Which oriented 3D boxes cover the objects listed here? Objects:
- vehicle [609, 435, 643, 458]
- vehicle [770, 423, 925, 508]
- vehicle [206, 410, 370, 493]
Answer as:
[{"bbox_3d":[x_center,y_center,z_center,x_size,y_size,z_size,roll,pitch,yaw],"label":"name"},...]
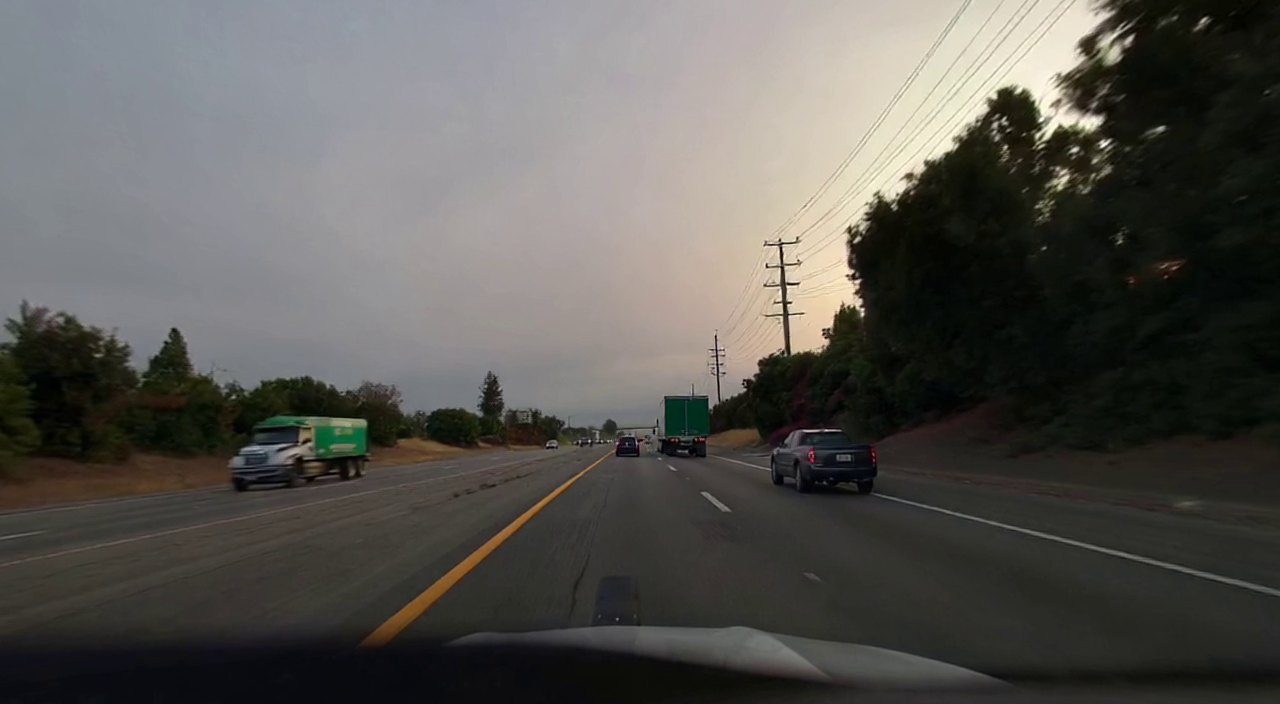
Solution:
[{"bbox_3d":[-0.937,6.379,42.891,2.163,1.466,3.693,0,-8,-1],"label":"vehicle"},{"bbox_3d":[4.259,2.360,13.666,1.930,1.573,3.853,0,-8,-2],"label":"vehicle"},{"bbox_3d":[-12.819,3.658,23.806,2.299,2.619,6.919,0,-8,-1],"label":"vehicle"}]
